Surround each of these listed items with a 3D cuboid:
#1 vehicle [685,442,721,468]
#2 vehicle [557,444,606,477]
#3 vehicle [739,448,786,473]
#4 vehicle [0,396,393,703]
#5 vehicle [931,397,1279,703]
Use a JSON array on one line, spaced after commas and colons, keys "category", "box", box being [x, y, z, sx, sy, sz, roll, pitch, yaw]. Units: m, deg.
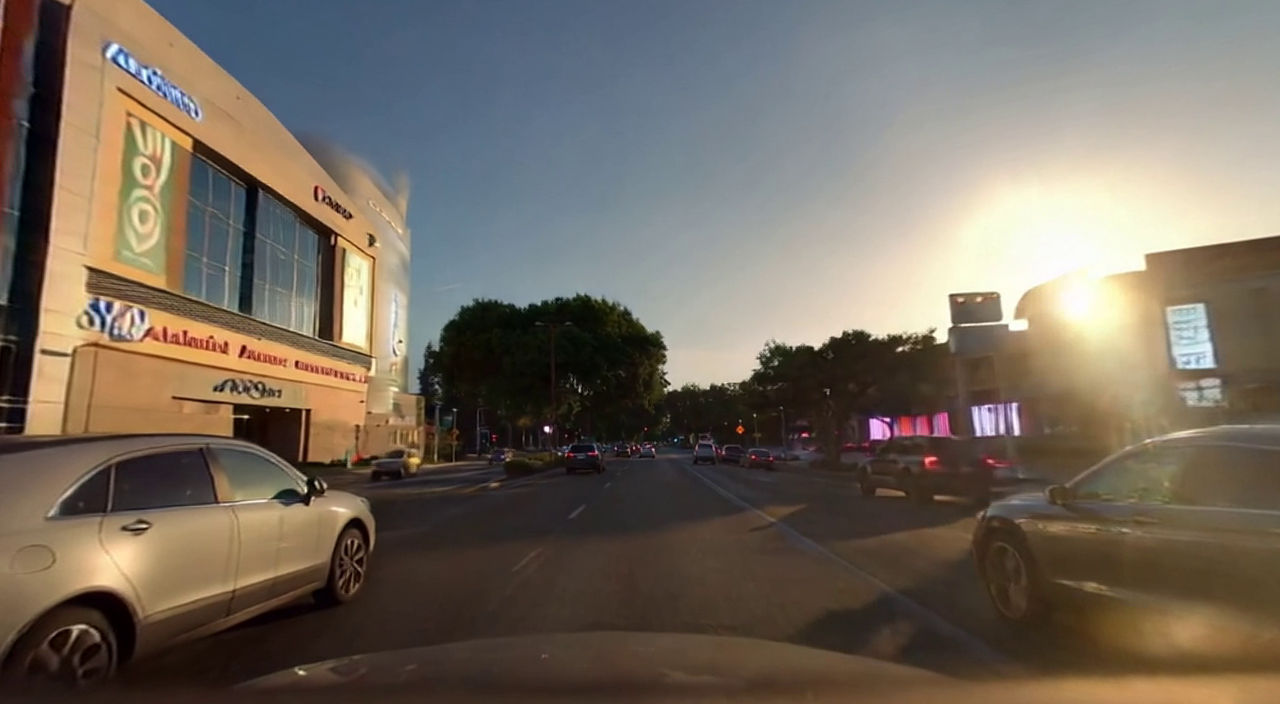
[{"category": "vehicle", "box": [4.276, 7.094, 43.509, 2.007, 1.683, 4.171, 0, -9, -1]}, {"category": "vehicle", "box": [-2.856, 5.394, 31.705, 1.917, 1.511, 4.436, -1, -9, 1]}, {"category": "vehicle", "box": [7.641, 6.780, 39.726, 1.976, 1.469, 4.576, 0, -9, -1]}, {"category": "vehicle", "box": [-3.454, 1.085, 3.381, 2.155, 1.504, 4.776, -1, -9, 2]}, {"category": "vehicle", "box": [3.323, 0.974, 2.674, 1.981, 1.499, 4.536, 0, -9, 0]}]
